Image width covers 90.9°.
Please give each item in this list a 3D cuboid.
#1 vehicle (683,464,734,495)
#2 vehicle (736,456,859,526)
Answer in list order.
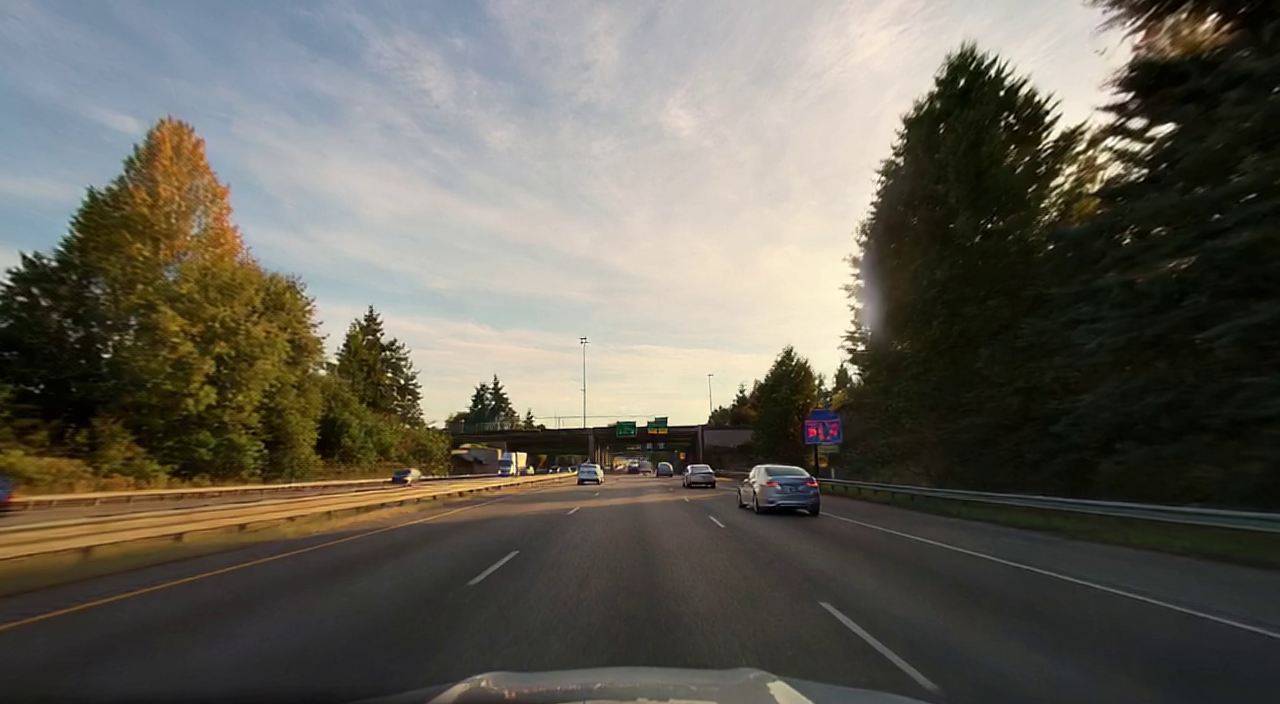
[{"bbox_3d":[3.523,6.717,33.347,2.051,1.472,4.547,1,-10,-2],"label":"vehicle"},{"bbox_3d":[4.035,3.675,17.043,2.010,1.579,4.679,1,-10,-2],"label":"vehicle"}]
